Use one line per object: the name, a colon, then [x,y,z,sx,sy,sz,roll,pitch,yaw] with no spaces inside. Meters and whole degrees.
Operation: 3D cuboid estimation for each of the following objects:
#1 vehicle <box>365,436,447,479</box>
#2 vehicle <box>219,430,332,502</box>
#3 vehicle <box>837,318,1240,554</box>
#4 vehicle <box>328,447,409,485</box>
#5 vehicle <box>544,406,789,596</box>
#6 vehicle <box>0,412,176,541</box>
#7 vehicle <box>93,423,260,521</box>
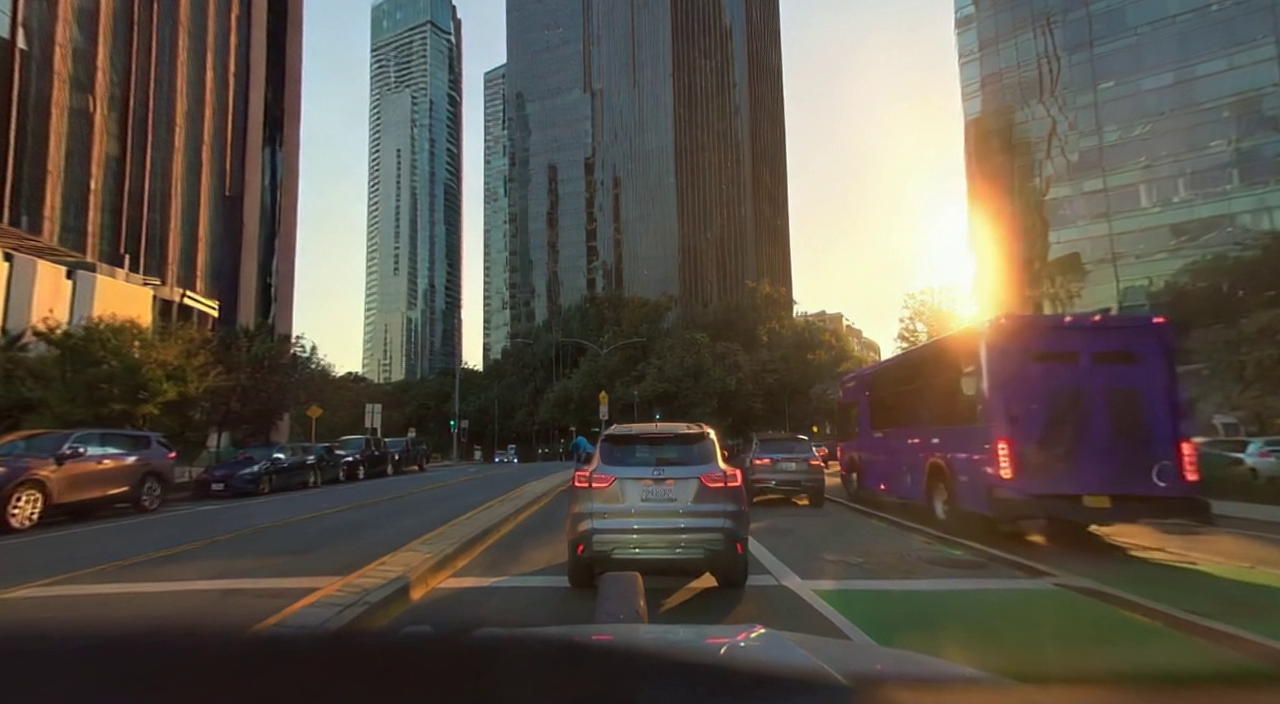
vehicle: [-11.770,5.350,32.299,2.338,1.963,5.740,0,-9,-4]
vehicle: [-11.036,3.448,19.399,1.559,1.973,3.419,1,-9,-5]
vehicle: [6.443,1.651,12.280,3.113,3.116,7.650,0,-8,3]
vehicle: [-11.364,4.781,26.779,1.791,1.463,4.210,0,-9,-4]
vehicle: [0.293,1.653,7.842,2.192,1.695,4.142,0,-9,2]
vehicle: [-10.374,2.151,11.364,1.543,1.946,3.454,1,-9,-5]
vehicle: [-10.718,2.753,14.938,1.482,2.019,3.297,0,-9,-3]
